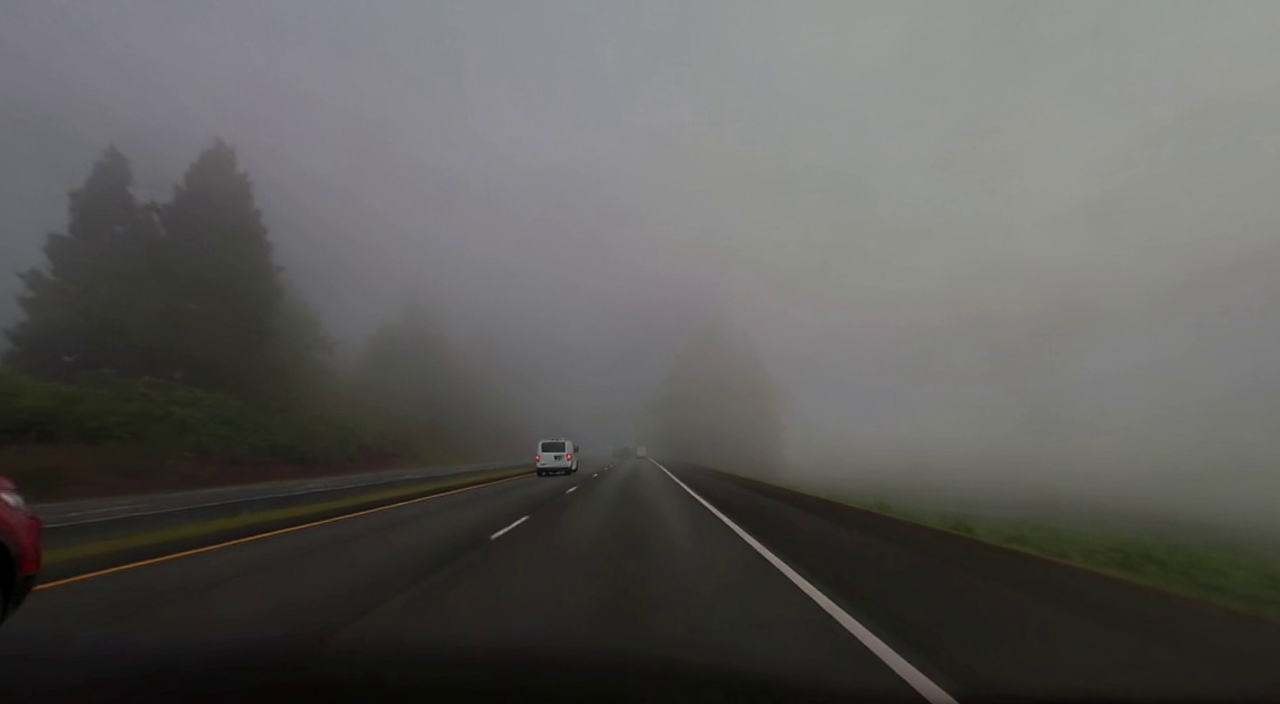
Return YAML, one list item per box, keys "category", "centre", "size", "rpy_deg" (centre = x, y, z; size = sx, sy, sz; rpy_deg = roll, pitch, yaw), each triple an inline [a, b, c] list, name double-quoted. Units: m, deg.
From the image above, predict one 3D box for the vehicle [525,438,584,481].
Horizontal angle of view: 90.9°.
- category: "vehicle"
  centre: [-3.876, 4.949, 29.315]
  size: [2.056, 1.811, 4.202]
  rpy_deg: [0, -9, 1]
